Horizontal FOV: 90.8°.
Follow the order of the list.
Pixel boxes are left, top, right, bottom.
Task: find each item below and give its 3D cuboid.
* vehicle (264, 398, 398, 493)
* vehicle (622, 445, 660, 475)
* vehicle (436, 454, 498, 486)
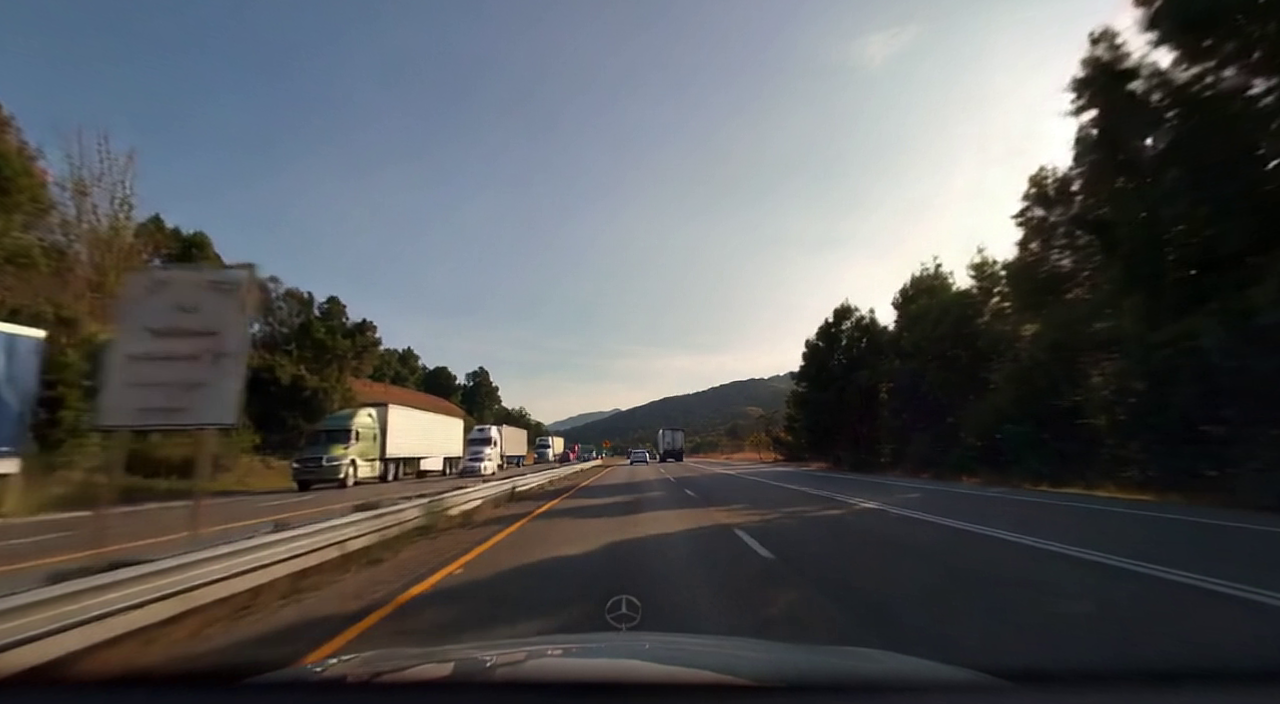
[{"bbox_3d":[-14.244,4.418,29.757,2.937,3.963,5.873,-1,-9,3],"label":"vehicle"},{"bbox_3d":[0.037,6.427,37.676,2.137,1.689,4.051,0,-9,-1],"label":"vehicle"},{"bbox_3d":[-8.526,5.839,31.532,1.911,1.442,4.392,0,-9,-1],"label":"vehicle"}]
